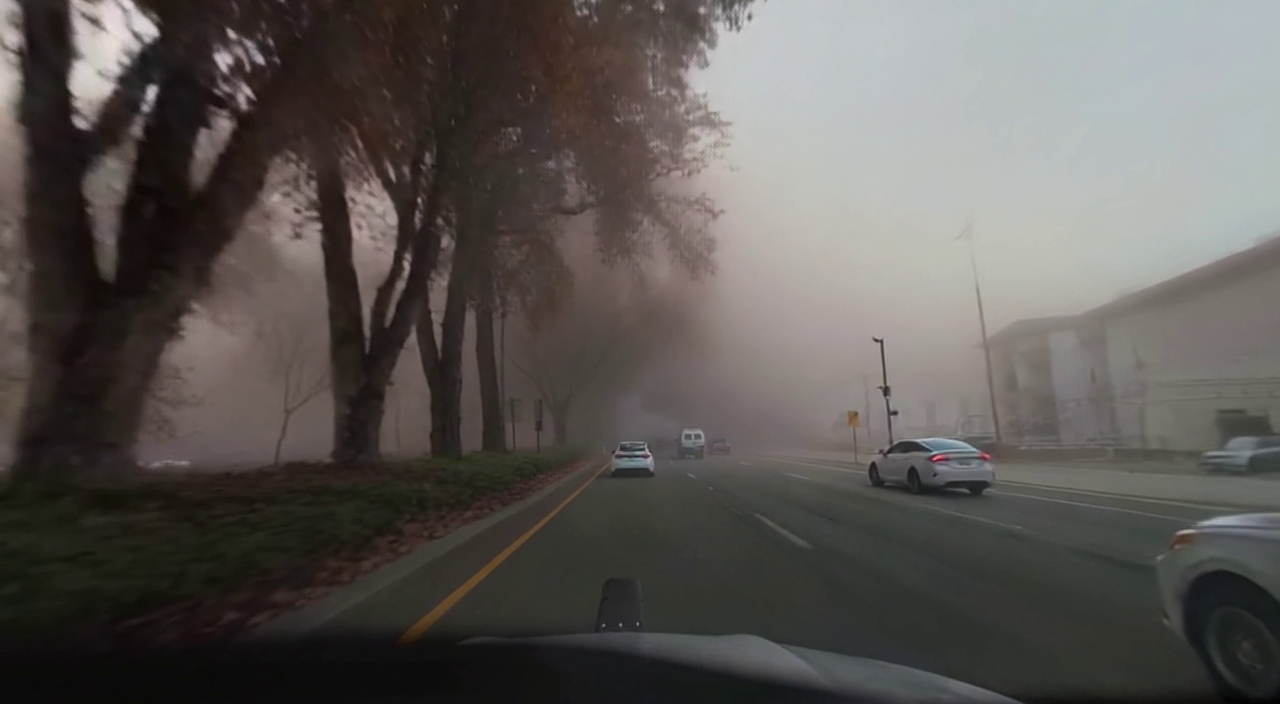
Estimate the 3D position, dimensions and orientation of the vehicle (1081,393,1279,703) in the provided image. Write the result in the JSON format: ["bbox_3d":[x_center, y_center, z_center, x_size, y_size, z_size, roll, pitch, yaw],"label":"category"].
[{"bbox_3d":[3.681,0.752,1.488,2.094,1.480,4.323,0,-8,-1],"label":"vehicle"}]

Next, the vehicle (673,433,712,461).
[{"bbox_3d":[3.478,6.420,42.707,2.188,1.760,4.297,0,-8,-1],"label":"vehicle"}]

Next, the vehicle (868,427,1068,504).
[{"bbox_3d":[7.341,2.594,14.861,2.111,1.493,4.639,0,-8,-1],"label":"vehicle"}]

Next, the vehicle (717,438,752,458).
[{"bbox_3d":[7.398,7.555,49.866,2.061,1.460,3.948,0,-8,-1],"label":"vehicle"}]

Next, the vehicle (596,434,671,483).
[{"bbox_3d":[-0.228,3.602,21.663,2.289,1.471,4.477,0,-8,-1],"label":"vehicle"}]
